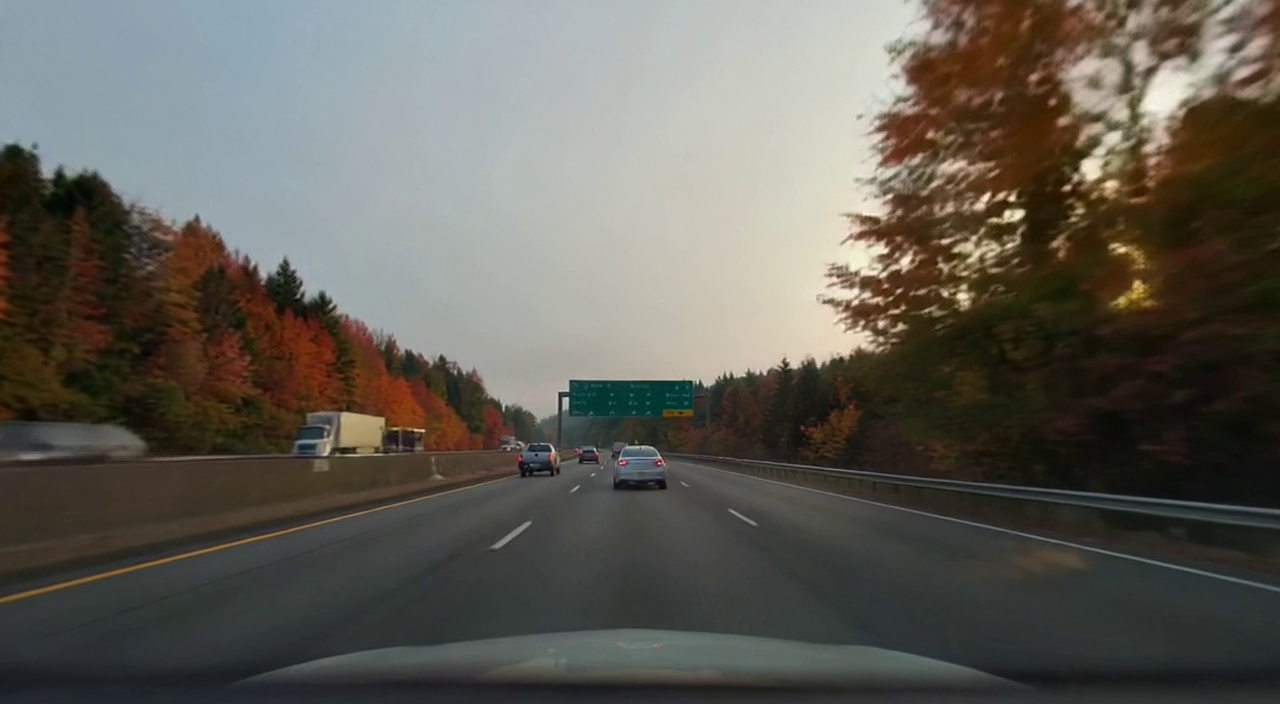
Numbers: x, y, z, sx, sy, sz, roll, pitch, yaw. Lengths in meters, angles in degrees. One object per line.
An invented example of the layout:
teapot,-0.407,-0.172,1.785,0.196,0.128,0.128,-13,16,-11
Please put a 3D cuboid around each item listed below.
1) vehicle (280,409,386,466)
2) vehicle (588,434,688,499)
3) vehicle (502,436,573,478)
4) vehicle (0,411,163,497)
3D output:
vehicle,-22.626,6.525,47.059,3.243,3.800,9.564,0,-9,-1
vehicle,-0.092,3.355,18.692,2.634,1.679,4.070,0,-9,-1
vehicle,-4.457,4.671,27.992,2.545,1.679,4.267,0,-9,-1
vehicle,-15.796,2.692,16.613,2.107,1.969,5.204,0,-9,0
